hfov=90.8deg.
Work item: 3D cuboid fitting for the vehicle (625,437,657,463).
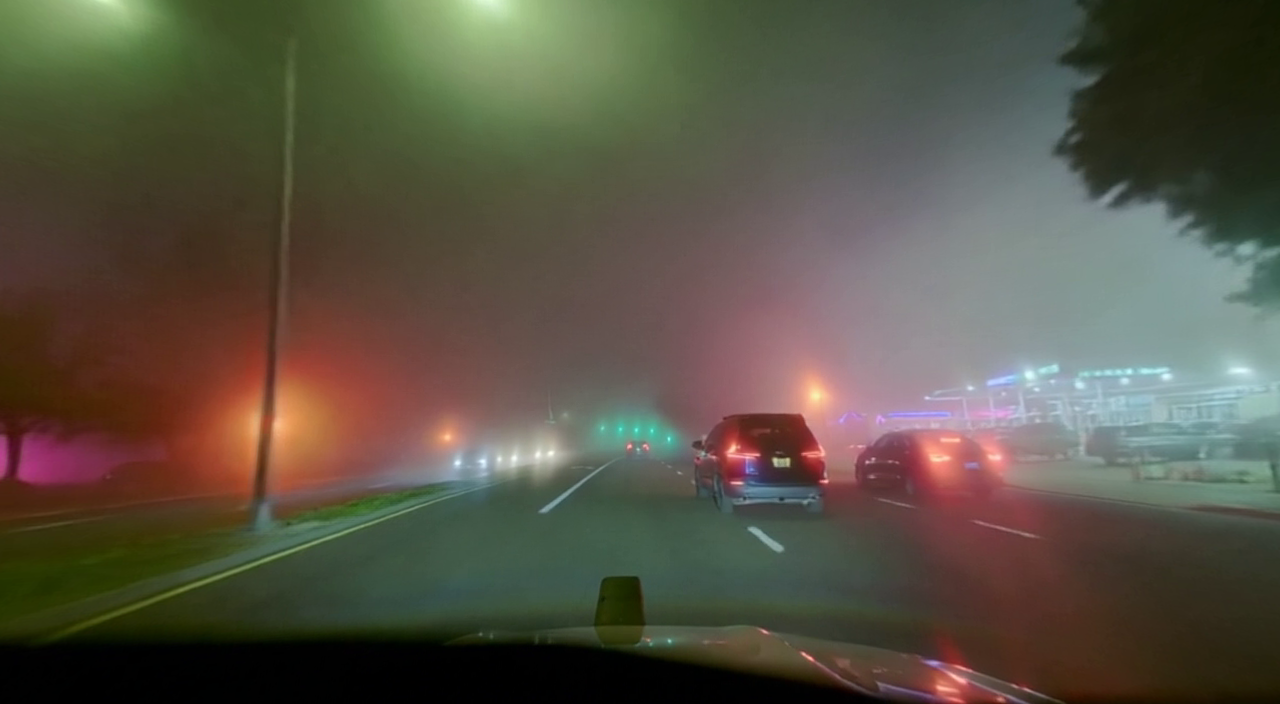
[{"bbox_3d":[0.037,6.914,44.716,2.101,1.707,3.904,-1,-8,-1],"label":"vehicle"}]

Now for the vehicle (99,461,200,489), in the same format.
[{"bbox_3d":[-29.100,7.292,37.574,4.435,1.507,1.926,-1,-8,1],"label":"vehicle"}]

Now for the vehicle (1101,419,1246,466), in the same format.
[{"bbox_3d":[20.895,3.573,25.035,1.930,1.685,4.378,-1,-8,1],"label":"vehicle"}]

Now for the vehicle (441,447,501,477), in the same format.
[{"bbox_3d":[-9.201,5.988,34.801,1.978,1.470,4.711,-1,-8,0],"label":"vehicle"}]

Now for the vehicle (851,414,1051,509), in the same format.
[{"bbox_3d":[6.676,2.413,14.360,2.025,1.765,4.729,0,-8,-1],"label":"vehicle"}]

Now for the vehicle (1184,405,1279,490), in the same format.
[{"bbox_3d":[15.688,2.421,16.233,2.059,1.882,4.816,-9,-12,44],"label":"vehicle"}]

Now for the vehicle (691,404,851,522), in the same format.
[{"bbox_3d":[2.370,2.188,12.963,2.038,1.917,4.900,0,-8,-2],"label":"vehicle"}]
